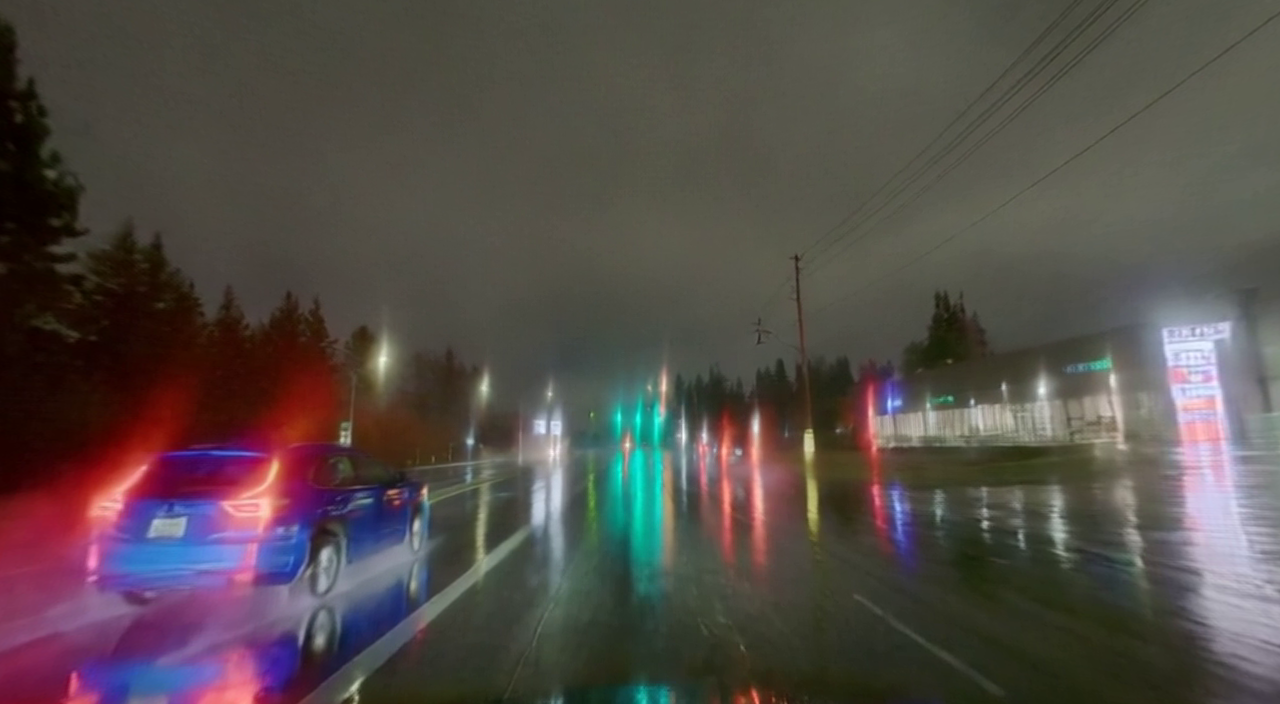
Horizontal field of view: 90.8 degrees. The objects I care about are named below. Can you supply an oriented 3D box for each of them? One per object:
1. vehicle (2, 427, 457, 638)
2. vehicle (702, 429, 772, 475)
[{"bbox_3d":[-3.550,1.601,6.708,2.017,1.470,4.293,0,-8,-1],"label":"vehicle"},{"bbox_3d":[4.552,4.828,30.788,2.476,2.016,5.586,0,-8,0],"label":"vehicle"}]
